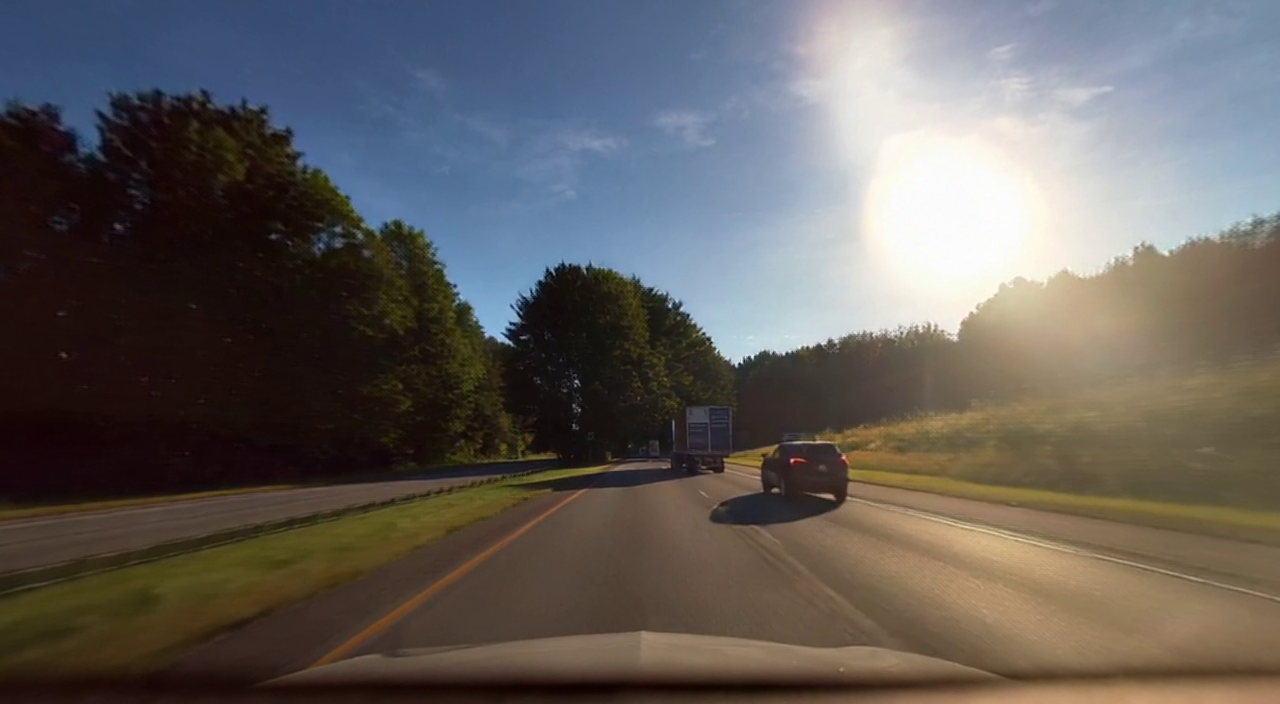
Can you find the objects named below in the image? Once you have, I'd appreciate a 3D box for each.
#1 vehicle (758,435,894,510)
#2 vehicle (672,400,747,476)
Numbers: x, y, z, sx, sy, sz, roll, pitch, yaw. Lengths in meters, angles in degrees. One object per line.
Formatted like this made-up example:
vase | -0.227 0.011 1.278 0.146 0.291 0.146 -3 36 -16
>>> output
vehicle | 4.714 3.123 16.816 2.118 1.688 4.715 0 -9 -1
vehicle | 4.168 5.807 41.549 3.231 4.102 14.393 0 -9 0
